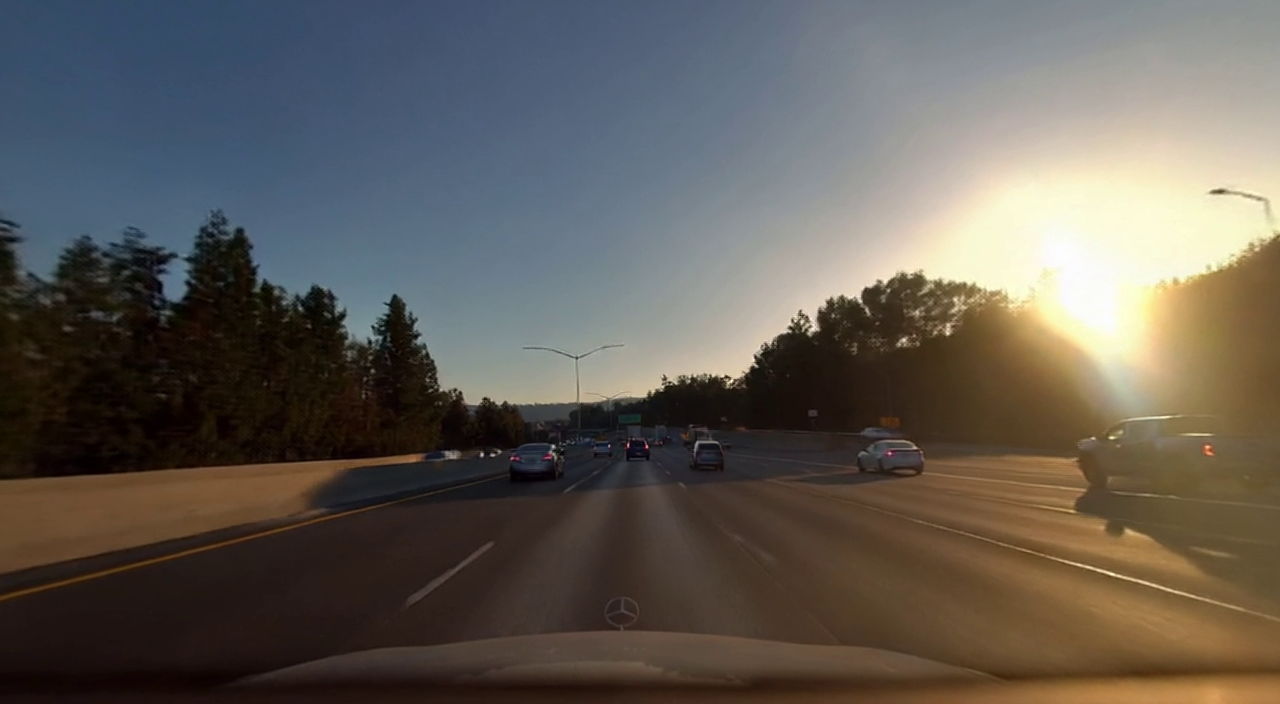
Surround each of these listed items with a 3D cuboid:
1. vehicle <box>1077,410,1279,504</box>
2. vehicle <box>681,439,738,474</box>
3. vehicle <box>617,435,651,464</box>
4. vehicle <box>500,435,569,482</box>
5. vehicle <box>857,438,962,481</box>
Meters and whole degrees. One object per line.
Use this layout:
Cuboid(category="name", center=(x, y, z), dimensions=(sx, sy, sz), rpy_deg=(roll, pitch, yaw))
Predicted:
Cuboid(category="vehicle", center=(12.956, 2.376, 14.665), dimensions=(2.076, 1.799, 4.871), rpy_deg=(0, -8, -1))
Cuboid(category="vehicle", center=(3.121, 4.768, 29.136), dimensions=(2.007, 1.469, 4.337), rpy_deg=(0, -8, -1))
Cuboid(category="vehicle", center=(-0.386, 6.615, 42.905), dimensions=(2.192, 1.813, 4.864), rpy_deg=(0, -8, 0))
Cuboid(category="vehicle", center=(-4.020, 4.120, 24.740), dimensions=(1.992, 1.651, 4.185), rpy_deg=(0, -8, 0))
Cuboid(category="vehicle", center=(9.496, 3.815, 22.662), dimensions=(1.910, 1.384, 3.867), rpy_deg=(1, -8, -3))
